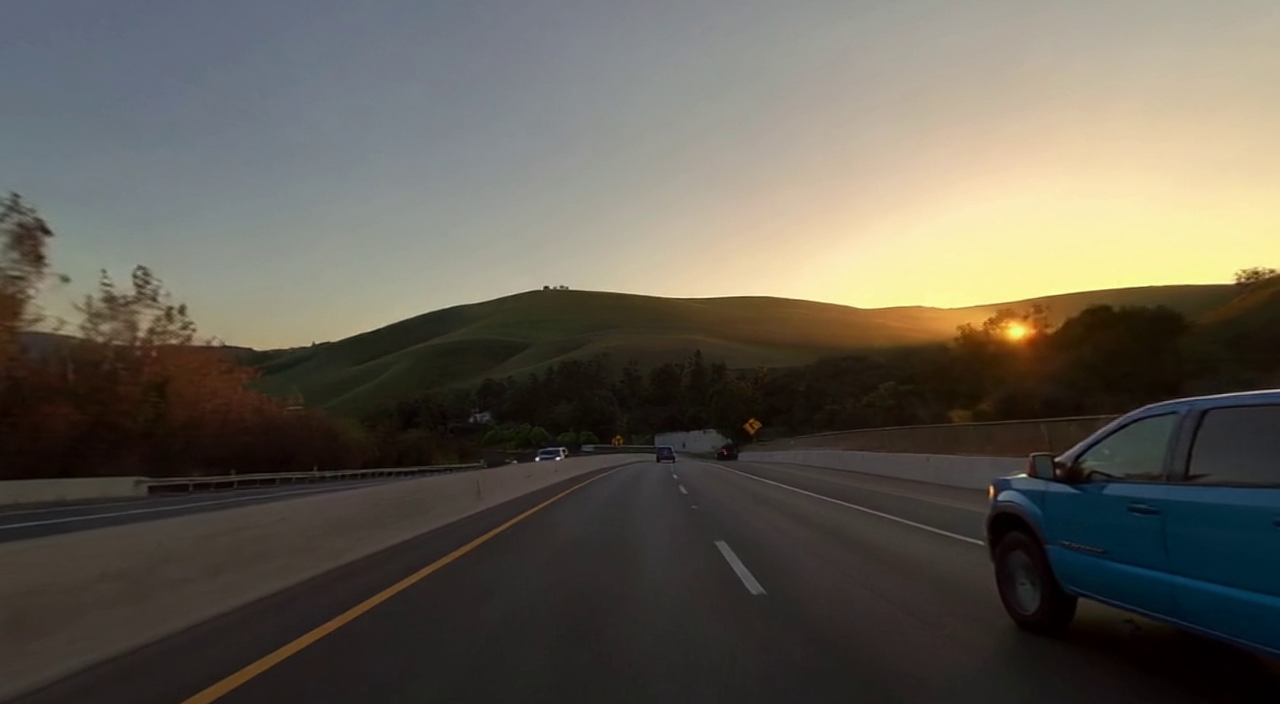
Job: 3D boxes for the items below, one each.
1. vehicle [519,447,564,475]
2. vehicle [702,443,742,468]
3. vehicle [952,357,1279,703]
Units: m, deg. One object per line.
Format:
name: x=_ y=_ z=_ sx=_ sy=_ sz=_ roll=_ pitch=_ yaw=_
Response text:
vehicle: x=-6.478 y=7.214 z=42.039 sx=2.087 sy=1.701 sz=4.627 roll=0 pitch=-9 yaw=2
vehicle: x=5.520 y=7.045 z=43.131 sx=2.249 sy=1.635 sz=4.118 roll=0 pitch=-9 yaw=1
vehicle: x=3.803 y=0.954 z=3.046 sx=2.151 sy=1.744 sz=4.709 roll=0 pitch=-9 yaw=0
